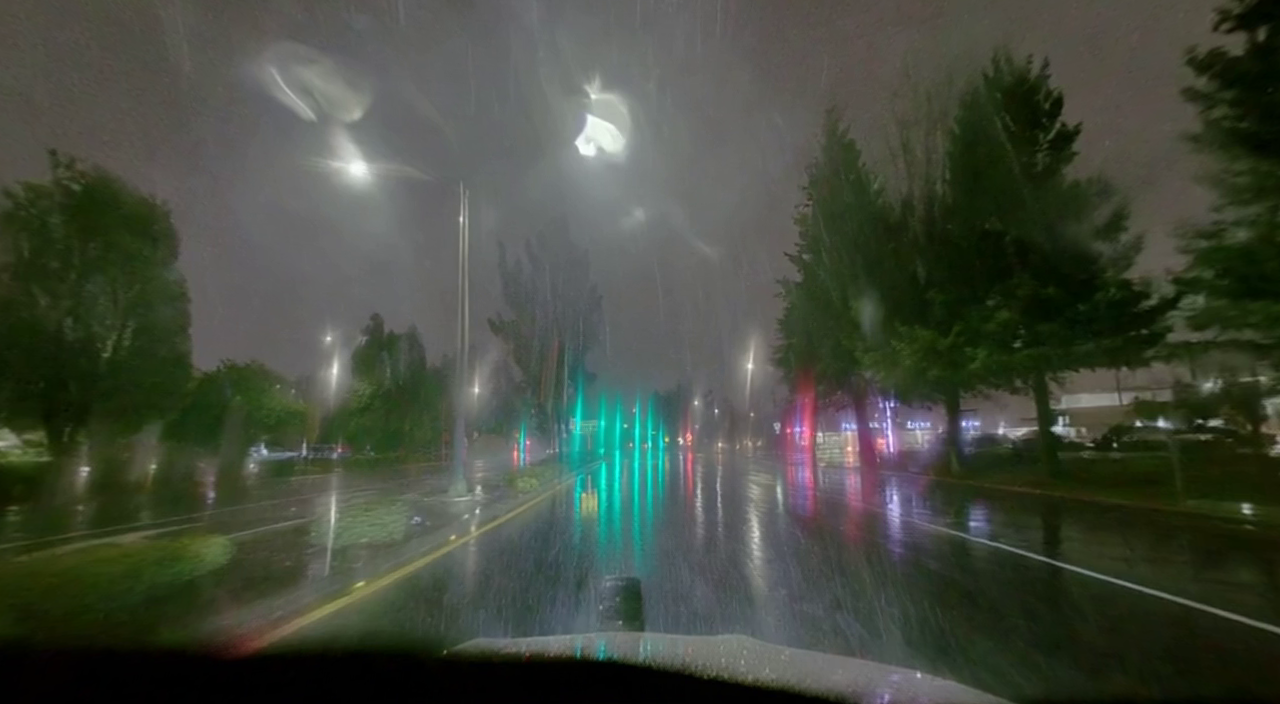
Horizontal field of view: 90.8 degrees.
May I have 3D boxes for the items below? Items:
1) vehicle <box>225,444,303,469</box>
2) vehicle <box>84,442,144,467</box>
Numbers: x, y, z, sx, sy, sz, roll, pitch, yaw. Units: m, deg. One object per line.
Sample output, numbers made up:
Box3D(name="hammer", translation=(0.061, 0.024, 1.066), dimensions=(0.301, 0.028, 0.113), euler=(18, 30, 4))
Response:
Box3D(name="vehicle", translation=(-28.434, 7.922, 47.987), dimensions=(4.922, 1.511, 1.959), euler=(1, -8, -27))
Box3D(name="vehicle", translation=(-41.624, 8.092, 49.962), dimensions=(4.997, 1.912, 2.111), euler=(-6, -10, 33))
